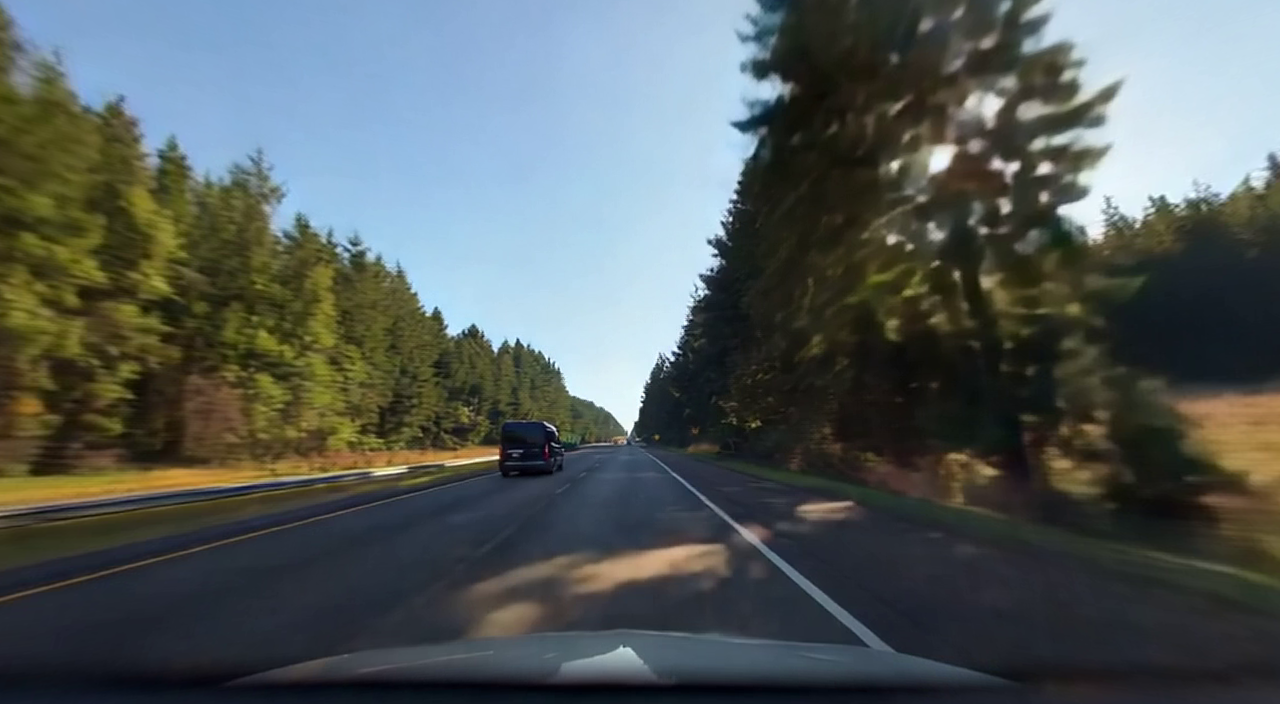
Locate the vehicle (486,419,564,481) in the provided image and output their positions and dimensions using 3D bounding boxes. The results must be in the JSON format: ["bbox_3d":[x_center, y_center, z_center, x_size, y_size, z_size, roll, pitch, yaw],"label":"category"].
[{"bbox_3d":[-4.077,3.576,23.168,1.976,2.029,4.737,-1,-8,0],"label":"vehicle"}]
